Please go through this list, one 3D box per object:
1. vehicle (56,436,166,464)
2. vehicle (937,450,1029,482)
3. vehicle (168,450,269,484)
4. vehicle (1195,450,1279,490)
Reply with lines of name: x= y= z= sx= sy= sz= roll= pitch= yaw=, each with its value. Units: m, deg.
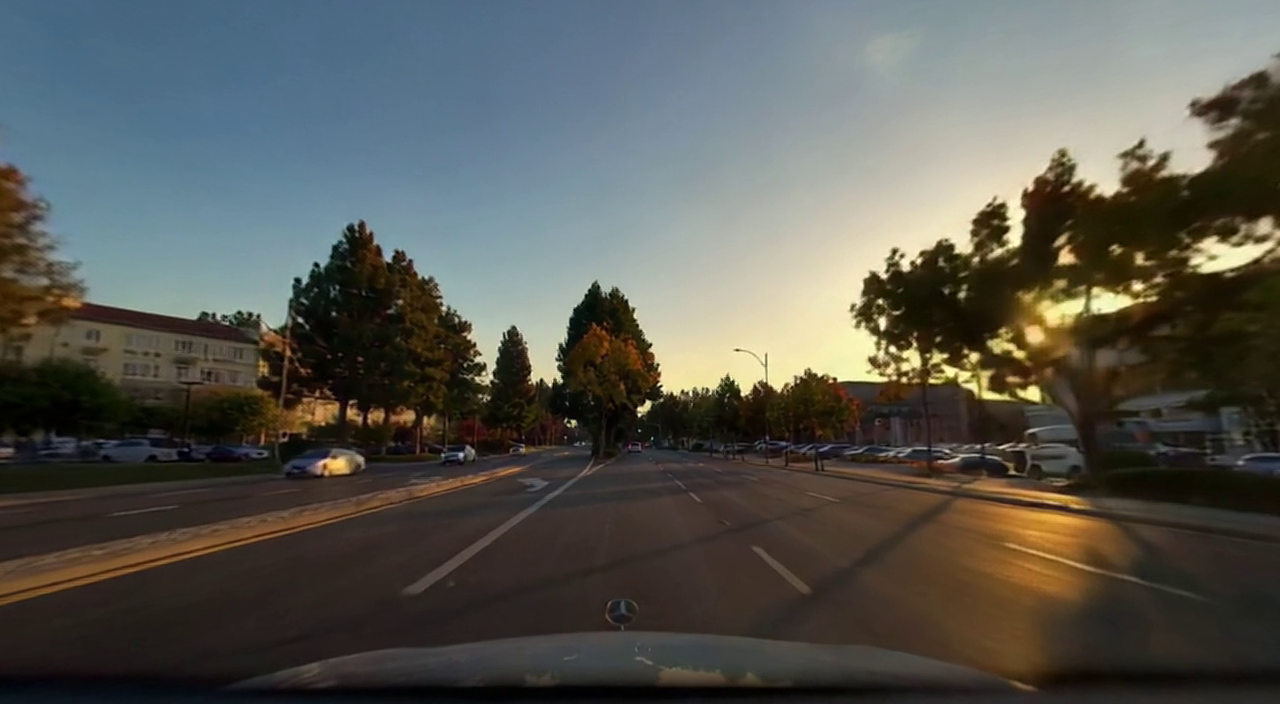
vehicle: x=-32.283 y=6.046 z=38.686 sx=1.883 sy=1.596 sz=4.676 roll=-7 pitch=-12 yaw=34
vehicle: x=20.602 y=6.788 z=37.978 sx=4.573 sy=1.747 sz=2.191 roll=-6 pitch=-10 yaw=34
vehicle: x=-19.846 y=5.415 z=30.018 sx=1.787 sy=1.437 sz=4.414 roll=0 pitch=-8 yaw=-1
vehicle: x=32.525 y=6.106 z=32.908 sx=4.886 sy=1.888 sz=2.122 roll=-3 pitch=-11 yaw=2
